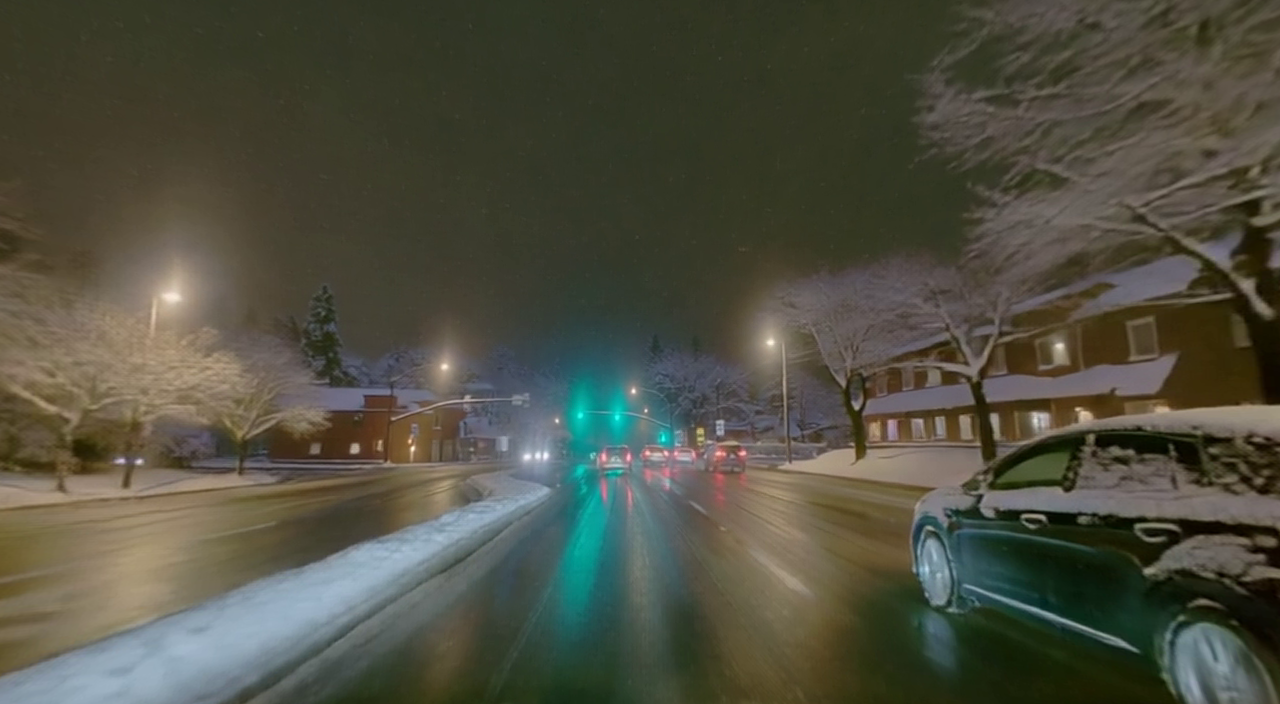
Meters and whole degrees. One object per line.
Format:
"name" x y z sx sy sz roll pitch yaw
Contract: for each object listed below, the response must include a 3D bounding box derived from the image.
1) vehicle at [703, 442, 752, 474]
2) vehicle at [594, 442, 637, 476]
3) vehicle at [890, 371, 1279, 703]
"vehicle" 5.491 6.738 40.367 2.052 1.886 5.297 0 -9 -4
"vehicle" -1.372 5.663 33.612 2.101 1.641 4.341 0 -9 -4
"vehicle" 3.468 1.112 3.827 1.893 1.664 4.670 0 -9 -1
